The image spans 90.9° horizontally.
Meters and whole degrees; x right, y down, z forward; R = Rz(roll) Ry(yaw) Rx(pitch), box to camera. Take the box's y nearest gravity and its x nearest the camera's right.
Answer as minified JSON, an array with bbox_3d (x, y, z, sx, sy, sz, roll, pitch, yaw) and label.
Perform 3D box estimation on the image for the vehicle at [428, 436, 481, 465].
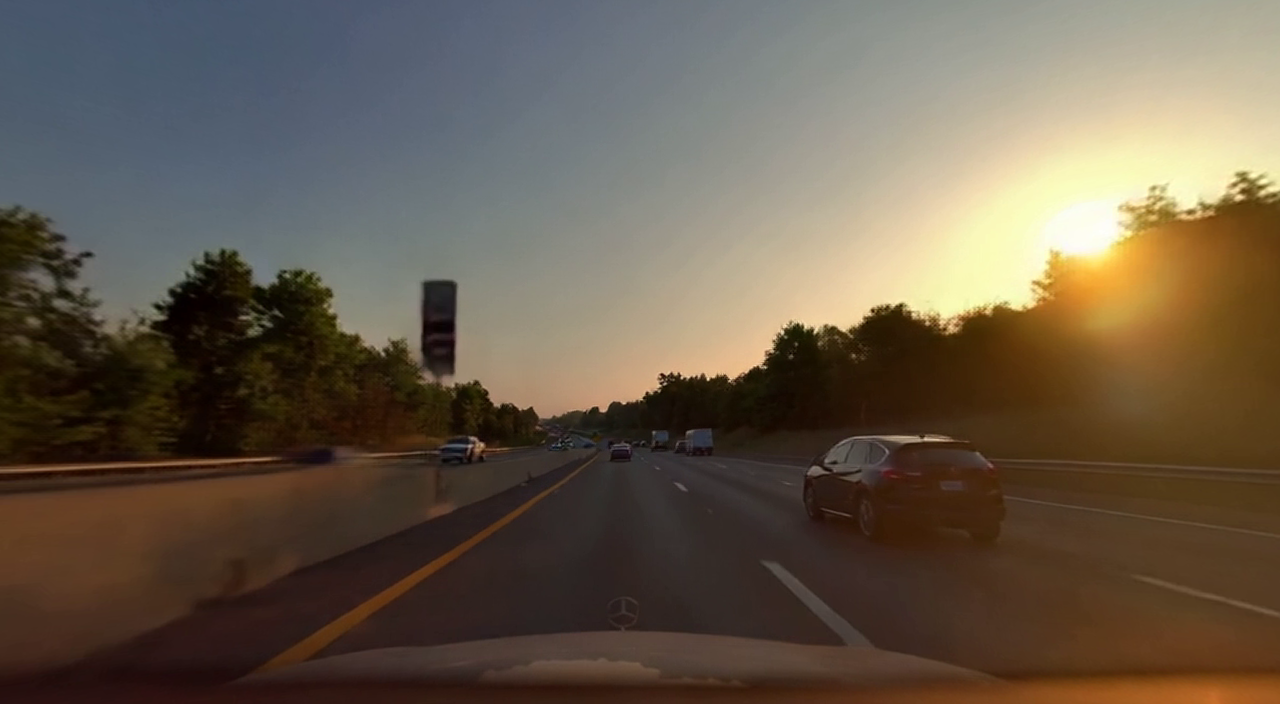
[{"bbox_3d":[-12.854,6.800,43.945,2.210,1.908,5.012,0,-8,-1],"label":"vehicle"}]

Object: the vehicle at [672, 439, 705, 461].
[{"bbox_3d":[3.525,7.186,46.411,1.995,1.556,3.893,0,-8,-2],"label":"vehicle"}]

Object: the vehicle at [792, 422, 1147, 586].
[{"bbox_3d":[3.641,1.729,8.260,1.961,1.495,4.743,0,-8,-2],"label":"vehicle"}]

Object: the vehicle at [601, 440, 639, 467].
[{"bbox_3d":[-1.139,5.813,36.435,2.055,1.466,4.317,0,-8,-2],"label":"vehicle"}]

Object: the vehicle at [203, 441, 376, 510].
[{"bbox_3d":[-8.869,3.107,16.525,2.017,1.504,4.505,0,-8,-1],"label":"vehicle"}]
